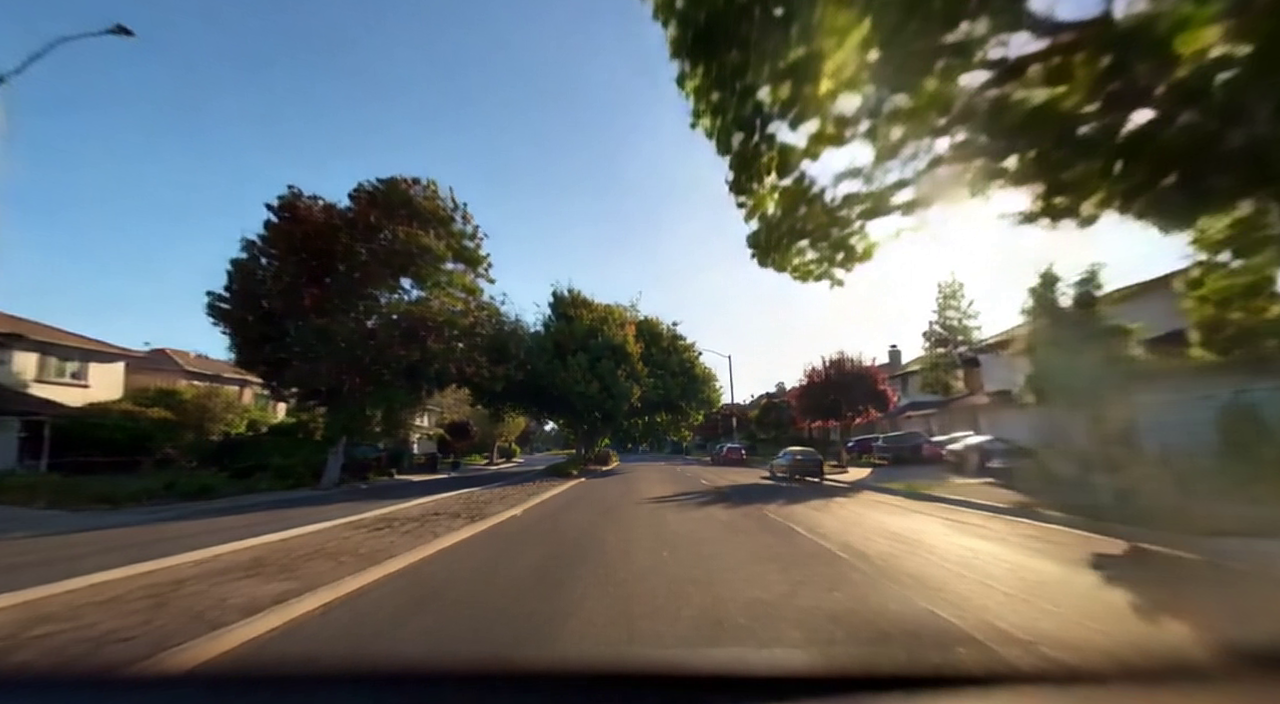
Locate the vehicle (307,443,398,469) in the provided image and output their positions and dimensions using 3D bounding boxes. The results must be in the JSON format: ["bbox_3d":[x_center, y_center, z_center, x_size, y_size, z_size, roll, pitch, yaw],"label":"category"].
[{"bbox_3d":[-21.128,7.660,46.563,5.659,1.769,2.073,0,-8,-2],"label":"vehicle"}]

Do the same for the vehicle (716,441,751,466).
[{"bbox_3d":[6.918,7.575,47.244,1.996,1.745,4.556,-1,-8,2],"label":"vehicle"}]

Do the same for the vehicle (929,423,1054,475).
[{"bbox_3d":[13.358,3.759,24.443,1.978,1.738,4.734,-2,-9,-1],"label":"vehicle"}]

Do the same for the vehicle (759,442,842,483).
[{"bbox_3d":[6.524,4.537,26.337,2.042,1.511,5.029,0,-8,-2],"label":"vehicle"}]
